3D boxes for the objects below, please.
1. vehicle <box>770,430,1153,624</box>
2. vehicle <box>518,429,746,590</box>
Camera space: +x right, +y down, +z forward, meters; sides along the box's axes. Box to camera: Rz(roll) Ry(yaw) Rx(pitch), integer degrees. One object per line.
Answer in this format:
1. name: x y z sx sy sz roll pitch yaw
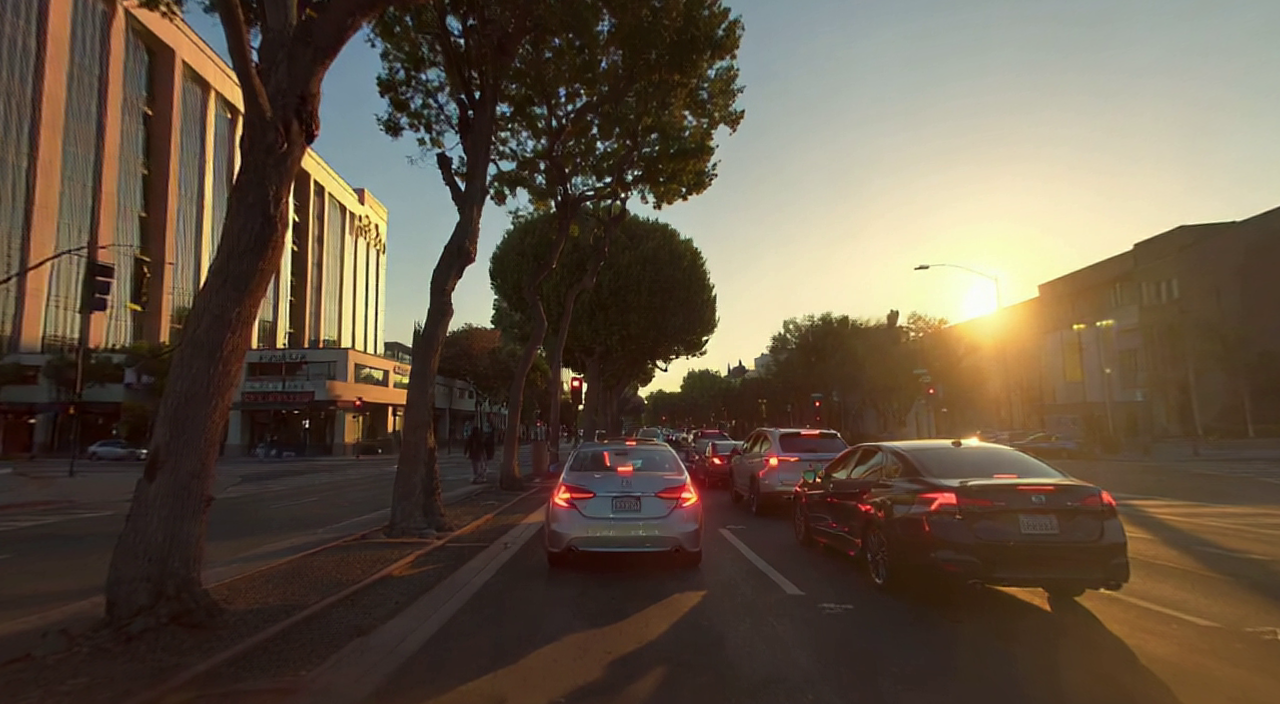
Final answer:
1. vehicle: 2.906 1.650 6.997 1.893 1.446 4.270 0 -8 -2
2. vehicle: -0.091 1.758 7.933 2.087 1.456 4.143 0 -8 0
